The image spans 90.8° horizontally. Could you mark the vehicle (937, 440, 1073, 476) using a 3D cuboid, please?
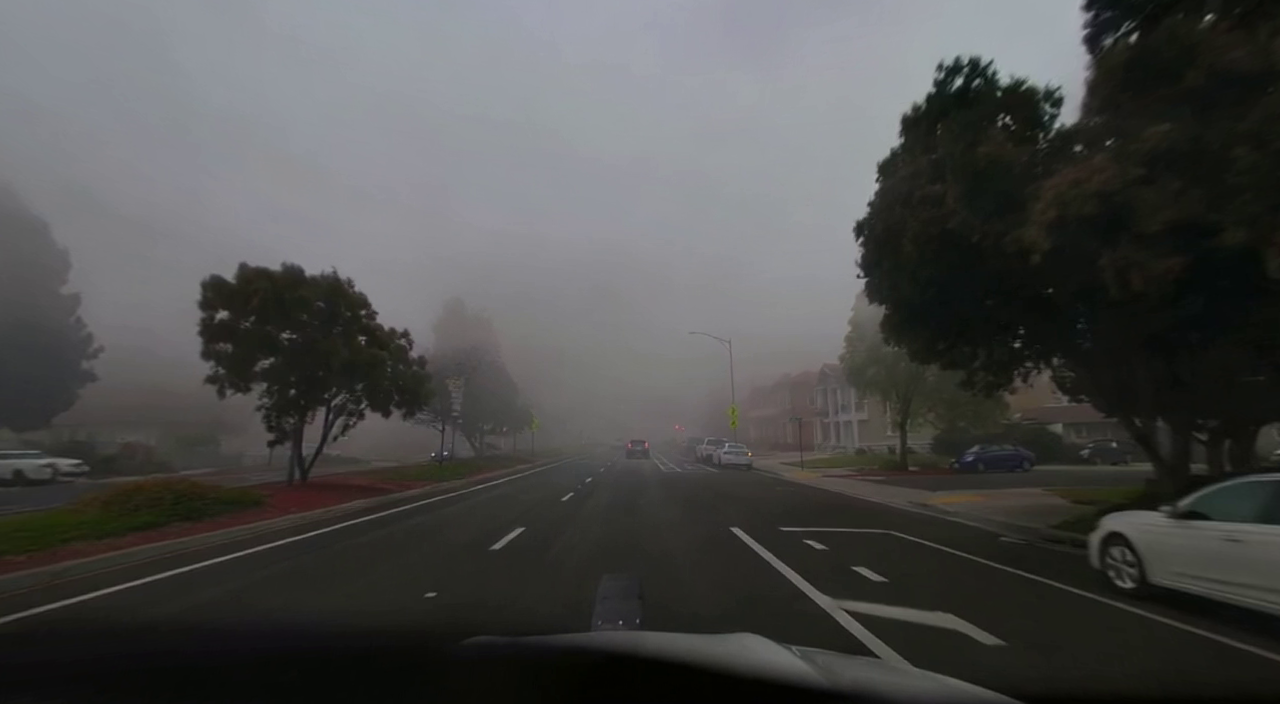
[{"bbox_3d":[15.612,4.560,27.186,4.565,1.463,2.084,0,-9,-2],"label":"vehicle"}]

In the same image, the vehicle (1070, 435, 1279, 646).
[{"bbox_3d":[5.448,1.298,4.251,1.963,1.452,4.561,0,-9,1],"label":"vehicle"}]

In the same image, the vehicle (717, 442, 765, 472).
[{"bbox_3d":[5.649,5.925,35.809,1.940,1.584,4.553,0,-9,0],"label":"vehicle"}]

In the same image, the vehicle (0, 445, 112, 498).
[{"bbox_3d":[-25.897,5.019,26.933,2.035,2.025,5.495,-1,-9,-1],"label":"vehicle"}]

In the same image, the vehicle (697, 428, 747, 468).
[{"bbox_3d":[5.365,6.429,42.313,2.324,2.468,6.422,1,-9,-1],"label":"vehicle"}]
